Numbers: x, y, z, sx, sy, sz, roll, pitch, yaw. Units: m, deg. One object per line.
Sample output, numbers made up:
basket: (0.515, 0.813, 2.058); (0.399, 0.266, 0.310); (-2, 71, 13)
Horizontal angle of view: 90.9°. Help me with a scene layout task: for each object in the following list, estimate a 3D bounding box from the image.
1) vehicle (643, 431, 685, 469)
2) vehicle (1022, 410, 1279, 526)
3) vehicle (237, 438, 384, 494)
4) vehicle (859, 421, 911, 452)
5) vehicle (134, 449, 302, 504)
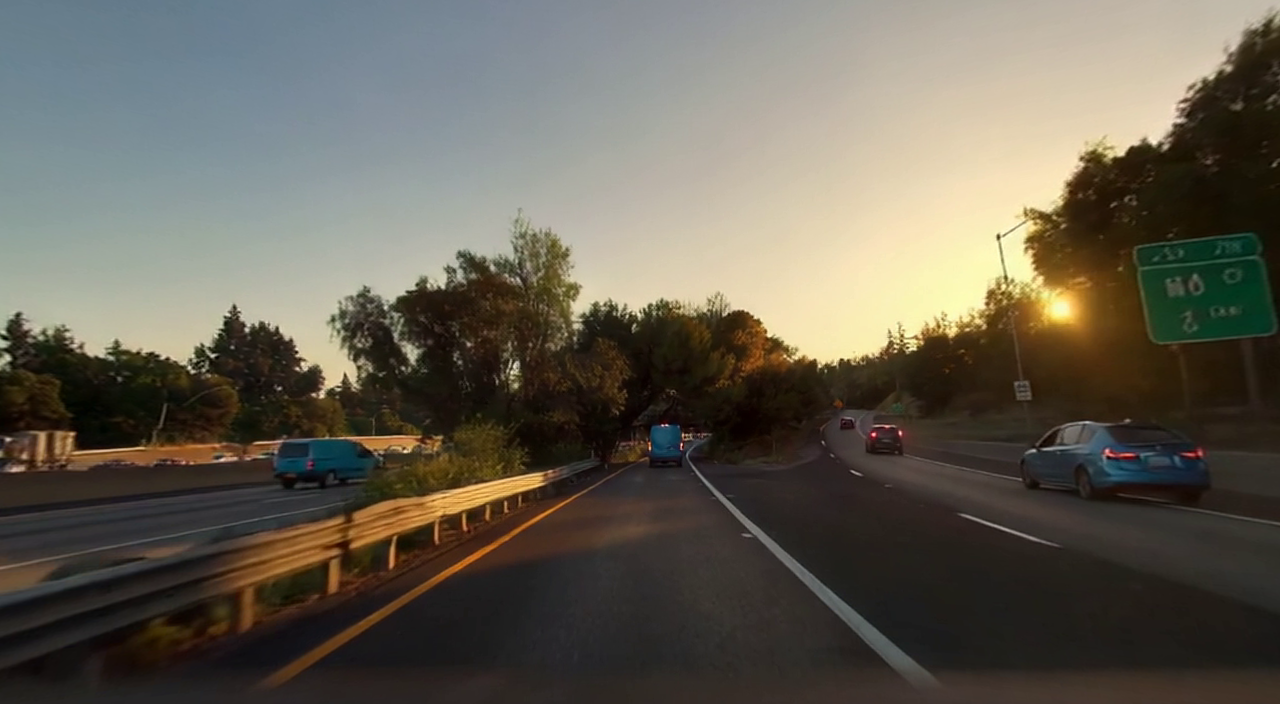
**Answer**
vehicle: (1.248, 5.192, 33.688); (2.043, 1.821, 4.558); (-1, -8, 1)
vehicle: (9.177, 2.007, 11.480); (2.098, 1.654, 4.637); (-2, -8, 9)
vehicle: (-13.054, 4.512, 25.682); (2.298, 1.964, 6.364); (-1, -8, 3)
vehicle: (15.238, 5.287, 39.542); (2.167, 1.798, 4.838); (-2, -8, 11)
vehicle: (-13.419, 3.950, 20.458); (2.747, 1.505, 3.932); (-1, -8, 0)
